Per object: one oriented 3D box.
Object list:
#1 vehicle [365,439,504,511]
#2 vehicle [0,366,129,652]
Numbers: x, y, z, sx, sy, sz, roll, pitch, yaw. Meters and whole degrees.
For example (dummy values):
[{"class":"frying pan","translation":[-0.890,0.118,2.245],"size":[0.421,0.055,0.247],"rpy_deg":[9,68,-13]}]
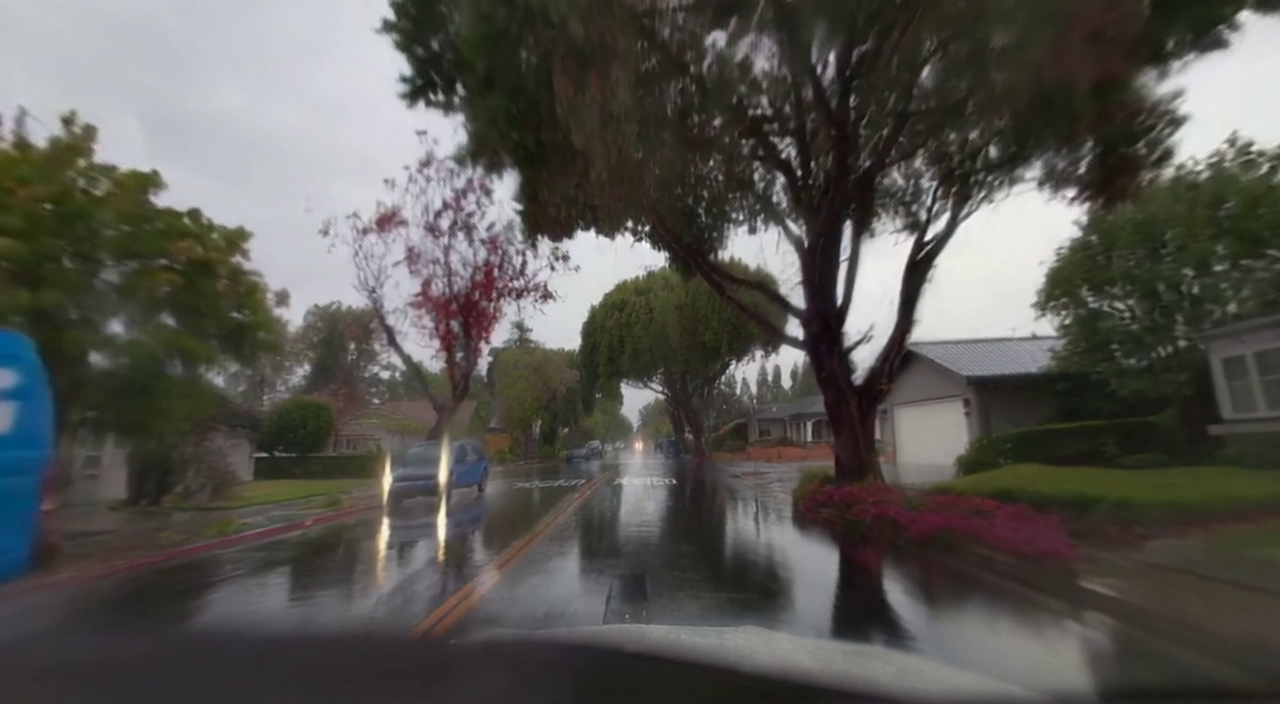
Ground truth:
[{"class":"vehicle","translation":[-5.016,3.043,16.195],"size":[2.038,1.571,4.524],"rpy_deg":[0,-8,0]},{"class":"vehicle","translation":[-5.717,0.872,2.806],"size":[2.315,2.008,5.343],"rpy_deg":[0,-8,1]}]
